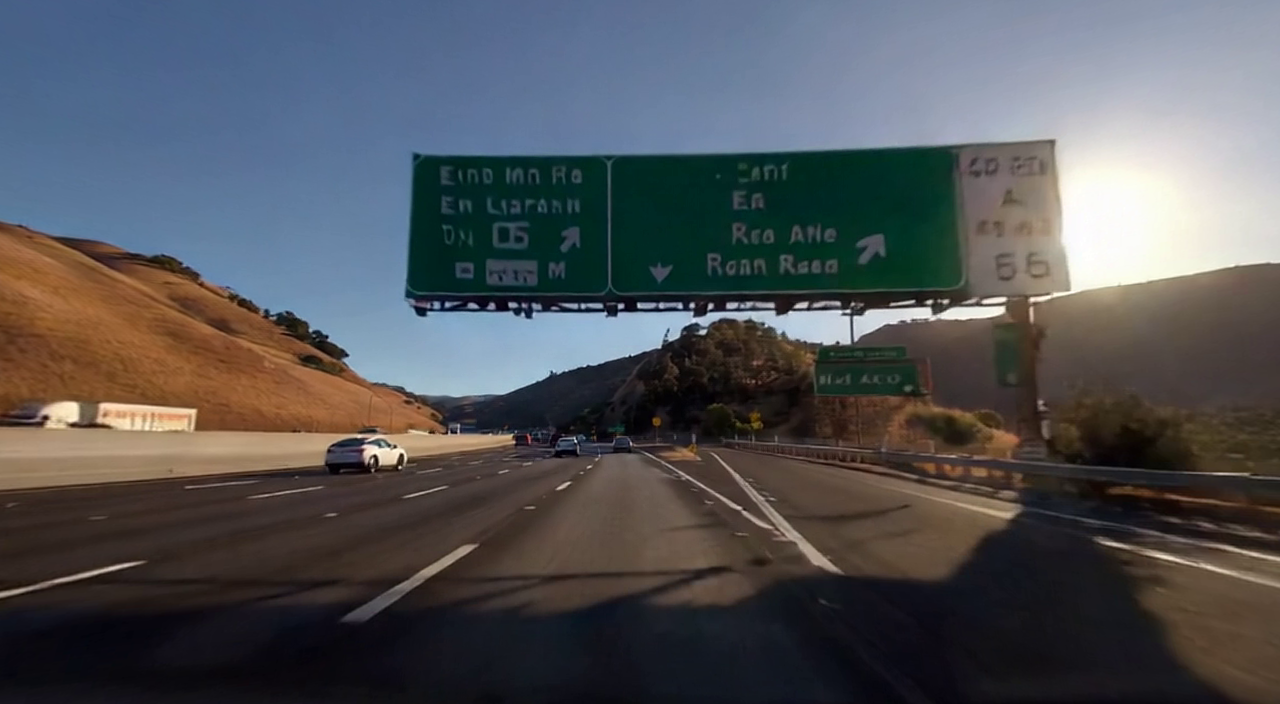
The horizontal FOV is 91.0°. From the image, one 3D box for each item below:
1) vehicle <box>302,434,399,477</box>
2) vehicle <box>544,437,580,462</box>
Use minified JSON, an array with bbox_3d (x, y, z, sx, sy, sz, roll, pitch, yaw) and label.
[{"bbox_3d":[-12.007,4.324,26.498,2.047,1.645,4.451,0,-8,-1],"label":"vehicle"},{"bbox_3d":[-5.267,6.651,43.127,2.060,1.631,4.214,0,-8,-2],"label":"vehicle"}]
